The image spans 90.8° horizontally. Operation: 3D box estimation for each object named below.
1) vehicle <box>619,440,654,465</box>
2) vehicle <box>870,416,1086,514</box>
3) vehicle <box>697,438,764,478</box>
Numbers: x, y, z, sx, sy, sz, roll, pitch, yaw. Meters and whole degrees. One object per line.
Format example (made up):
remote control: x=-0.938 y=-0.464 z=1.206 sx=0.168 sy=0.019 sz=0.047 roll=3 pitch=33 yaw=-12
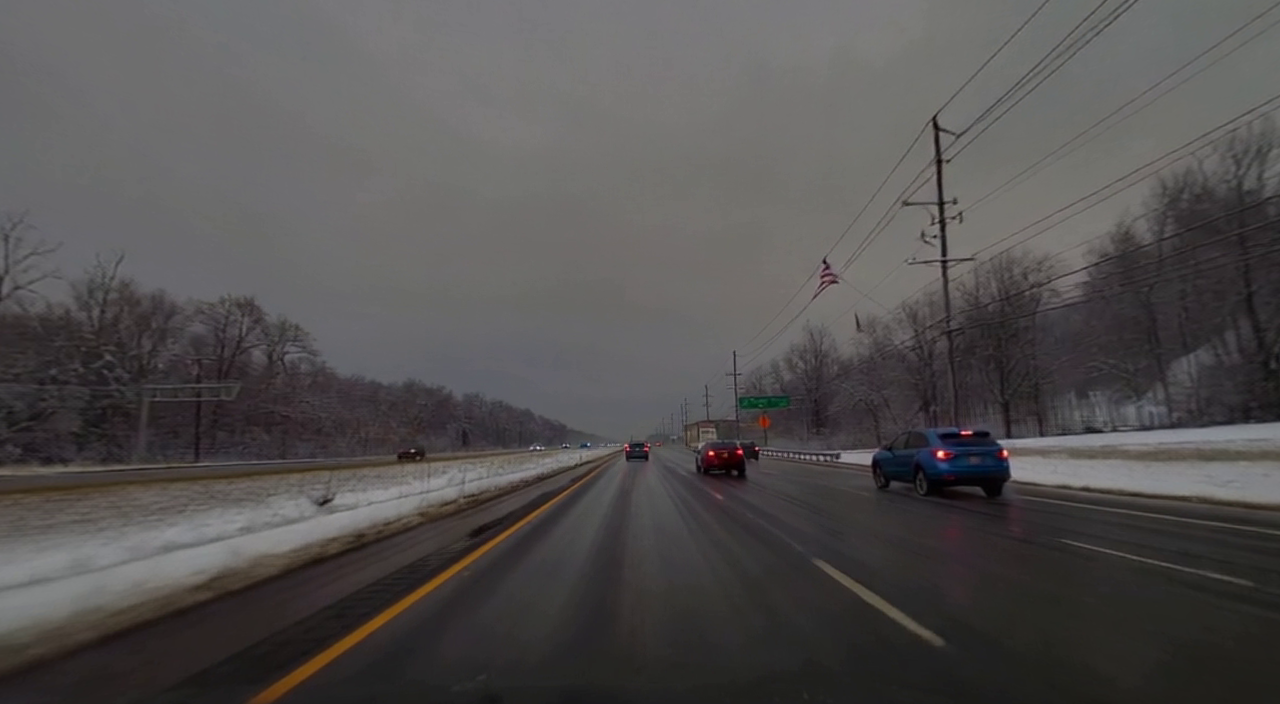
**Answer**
vehicle: x=-0.229 y=6.264 z=39.401 sx=2.085 sy=1.449 sz=3.860 roll=0 pitch=-8 yaw=-1
vehicle: x=7.174 y=2.447 z=14.196 sx=2.114 sy=1.800 sz=4.779 roll=0 pitch=-8 yaw=-1
vehicle: x=3.594 y=4.289 z=25.801 sx=1.978 sy=1.488 sz=4.252 roll=0 pitch=-8 yaw=-2
